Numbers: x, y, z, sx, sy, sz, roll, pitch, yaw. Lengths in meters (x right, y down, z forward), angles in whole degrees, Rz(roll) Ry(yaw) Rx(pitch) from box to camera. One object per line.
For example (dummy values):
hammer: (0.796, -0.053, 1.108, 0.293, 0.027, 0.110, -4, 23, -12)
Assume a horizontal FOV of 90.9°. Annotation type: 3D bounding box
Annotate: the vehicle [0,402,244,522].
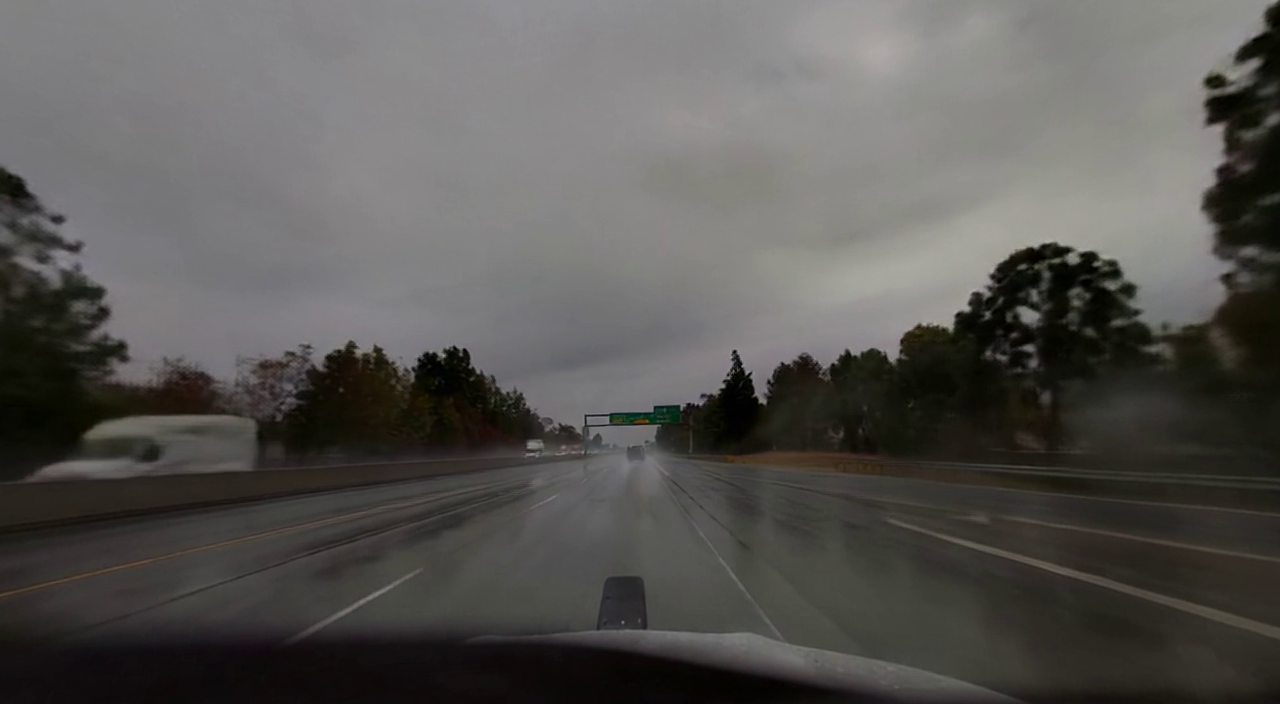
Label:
vehicle: (-14.123, 2.993, 17.485, 2.285, 2.710, 6.085, 0, -9, -1)
